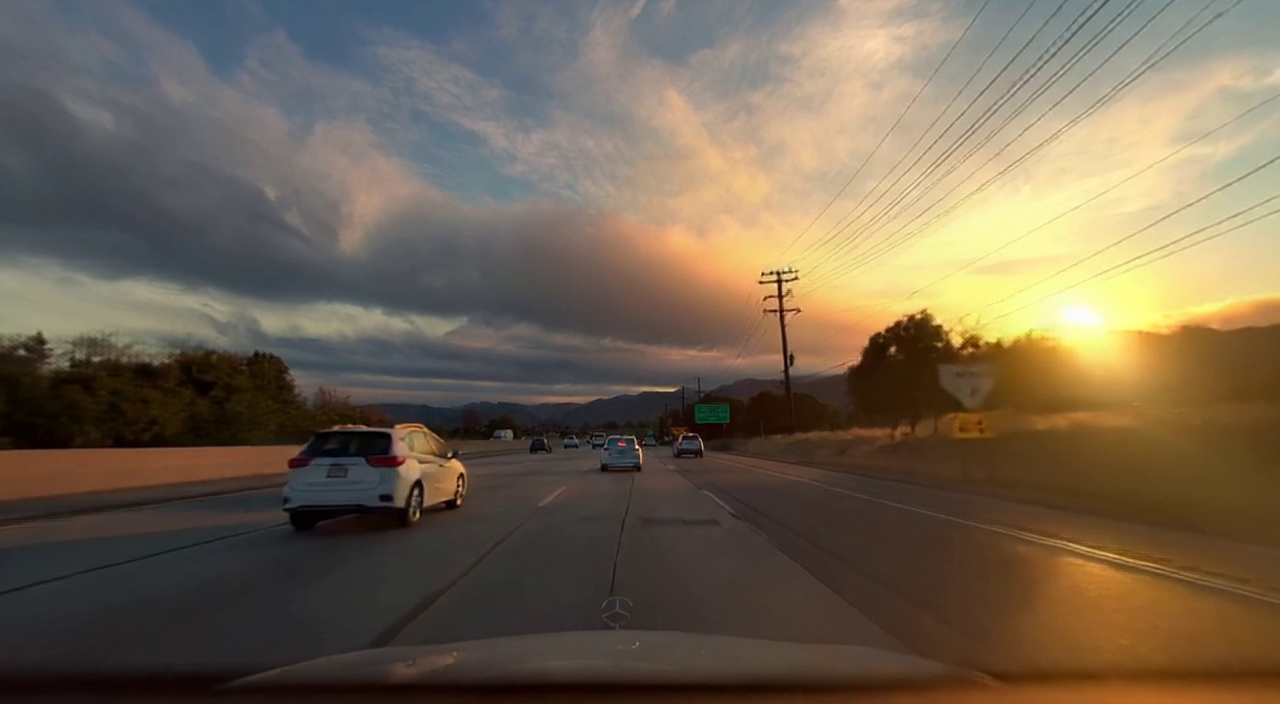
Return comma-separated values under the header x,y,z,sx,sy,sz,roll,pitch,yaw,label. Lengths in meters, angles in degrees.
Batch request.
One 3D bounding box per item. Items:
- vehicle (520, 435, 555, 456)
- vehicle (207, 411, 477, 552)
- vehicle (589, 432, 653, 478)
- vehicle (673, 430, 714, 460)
x,y,z,sx,sy,sz,roll,pitch,yaw,label
-7.769,7.100,48.097,1.992,1.494,4.133,0,-8,0,vehicle
-4.019,1.800,9.585,1.901,1.601,4.610,0,-8,-1,vehicle
-0.636,3.580,22.231,2.086,1.488,3.440,0,-8,-1,vehicle
3.179,5.650,38.432,1.950,1.695,4.446,0,-8,-2,vehicle
